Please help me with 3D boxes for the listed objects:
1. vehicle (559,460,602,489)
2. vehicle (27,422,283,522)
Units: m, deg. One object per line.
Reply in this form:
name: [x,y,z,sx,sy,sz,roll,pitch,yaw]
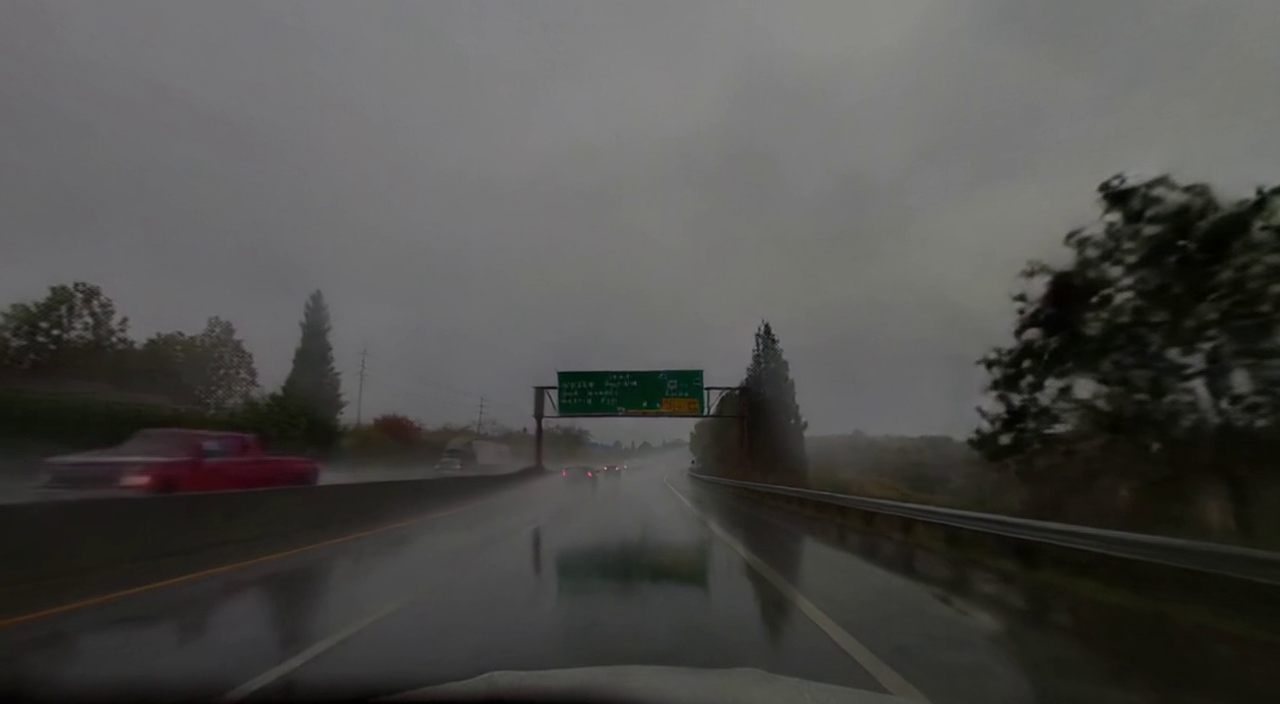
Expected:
vehicle: [-3.742,7.883,40.683,2.160,1.721,4.368,1,-11,2]
vehicle: [-12.557,3.219,17.080,2.282,2.189,5.633,1,-11,1]
